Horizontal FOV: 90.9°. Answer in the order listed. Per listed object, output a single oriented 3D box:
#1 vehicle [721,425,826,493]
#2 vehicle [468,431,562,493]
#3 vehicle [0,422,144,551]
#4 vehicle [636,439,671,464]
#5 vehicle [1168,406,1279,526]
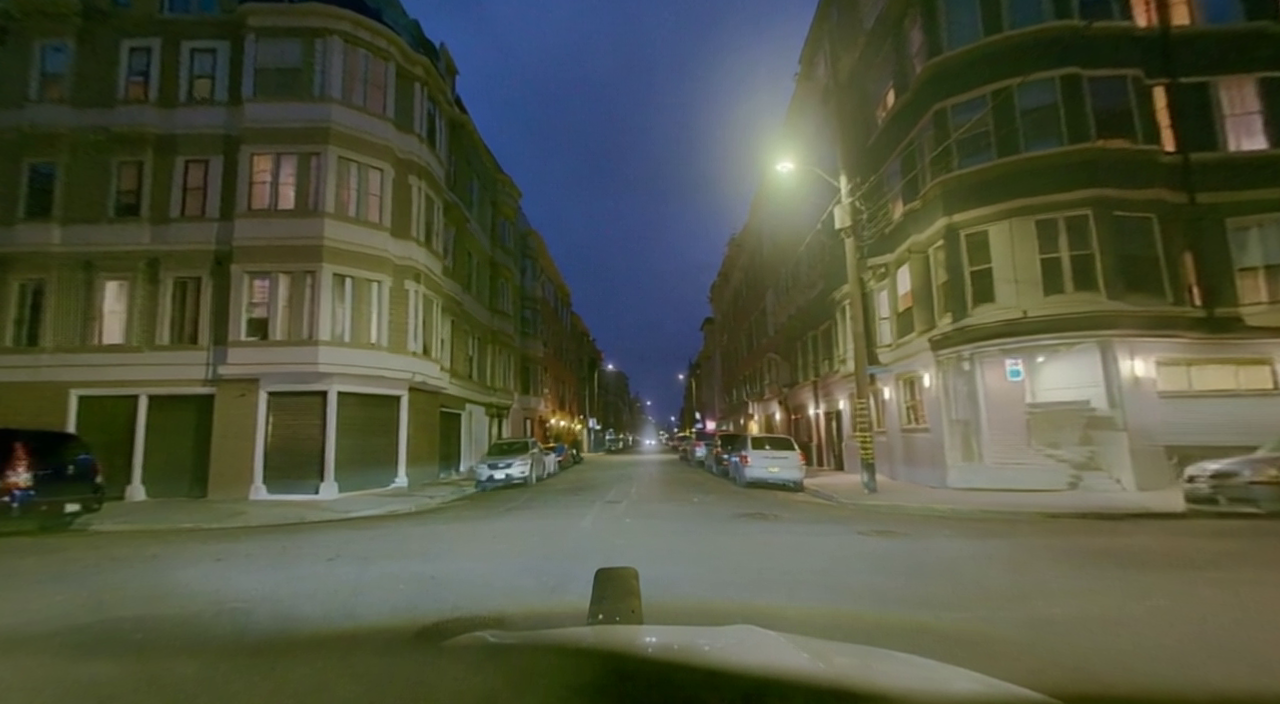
[{"bbox_3d":[3.315,2.722,16.457,1.868,1.544,3.869,0,-8,0],"label":"vehicle"},{"bbox_3d":[-3.215,2.888,16.911,1.882,1.459,3.518,0,-8,-1],"label":"vehicle"},{"bbox_3d":[-10.424,1.874,9.175,4.679,1.631,2.025,0,-8,1],"label":"vehicle"},{"bbox_3d":[0.996,7.071,44.819,2.341,1.675,4.360,0,-8,2],"label":"vehicle"},{"bbox_3d":[10.474,1.522,8.574,4.711,1.506,1.983,0,-8,1],"label":"vehicle"}]
